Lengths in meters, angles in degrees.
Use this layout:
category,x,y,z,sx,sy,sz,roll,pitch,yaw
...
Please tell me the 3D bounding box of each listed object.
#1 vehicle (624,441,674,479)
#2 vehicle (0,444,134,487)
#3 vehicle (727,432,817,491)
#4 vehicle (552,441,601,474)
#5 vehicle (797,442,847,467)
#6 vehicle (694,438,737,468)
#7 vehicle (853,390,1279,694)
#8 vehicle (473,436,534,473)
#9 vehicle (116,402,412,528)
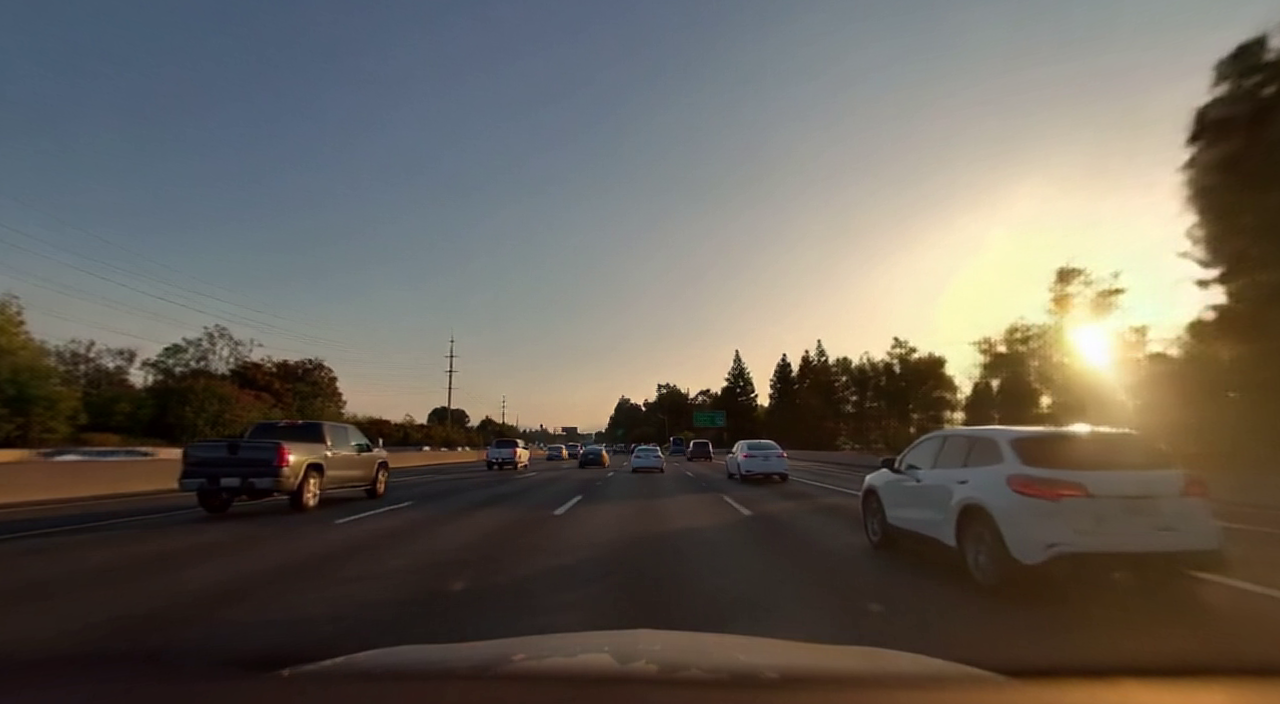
category,x,y,z,sx,sy,sz,roll,pitch,yaw
vehicle,0.350,4.510,26.542,1.966,1.444,3.986,0,-8,0
vehicle,-23.844,4.595,26.027,1.956,1.583,4.753,0,-8,1
vehicle,4.187,3.531,20.699,2.002,1.691,4.290,0,-8,0
vehicle,-3.003,5.123,30.806,1.904,1.479,4.274,0,-8,1
vehicle,11.625,6.562,40.553,1.816,1.480,4.468,0,-8,0
vehicle,4.721,6.353,39.939,2.195,1.778,4.455,0,-8,0
vehicle,3.643,1.320,5.546,2.051,1.595,4.301,0,-8,1
vehicle,-6.653,5.057,31.201,1.978,1.680,4.263,0,-8,1
vehicle,-6.913,2.182,12.752,2.269,1.936,5.777,-1,-8,2
